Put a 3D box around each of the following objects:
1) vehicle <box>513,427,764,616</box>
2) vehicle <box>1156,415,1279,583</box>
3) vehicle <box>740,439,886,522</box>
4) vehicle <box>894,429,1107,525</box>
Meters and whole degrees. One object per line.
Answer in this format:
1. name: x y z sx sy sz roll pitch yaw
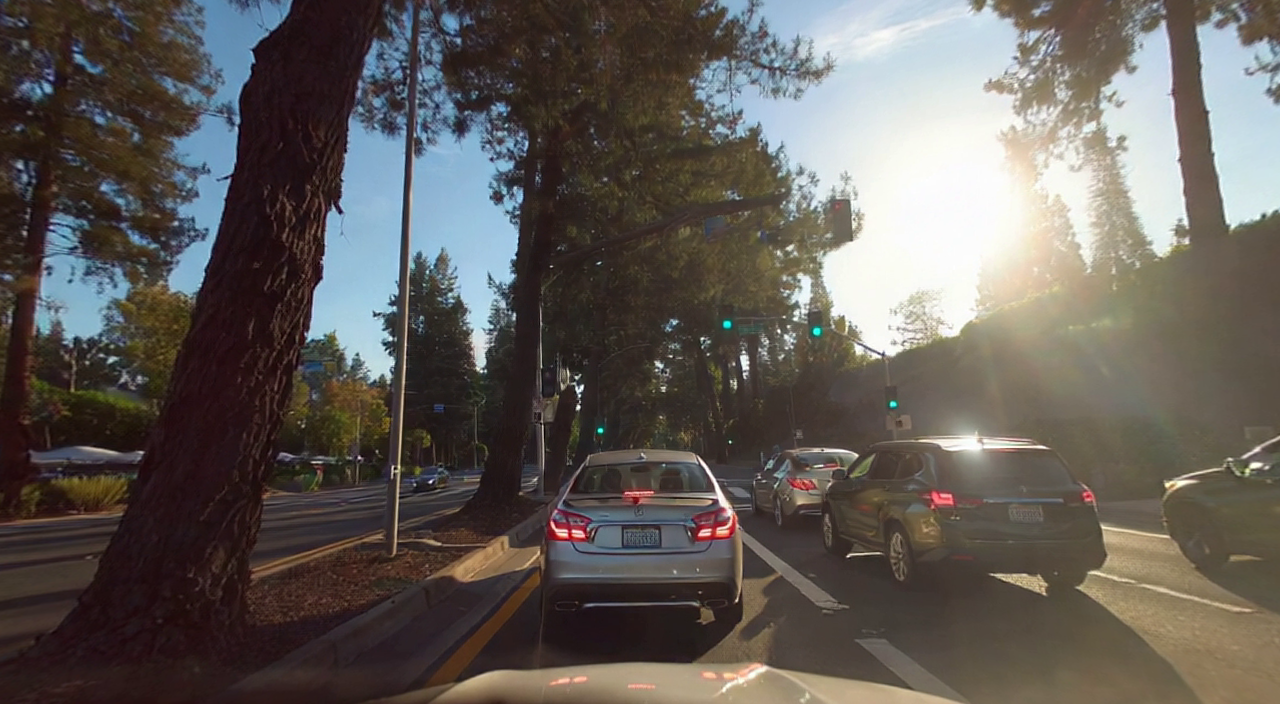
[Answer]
1. vehicle: 0.012 1.676 7.093 2.015 1.502 3.898 0 -9 1
2. vehicle: 6.942 1.333 5.584 1.783 1.572 3.421 0 -9 1
3. vehicle: 3.529 2.715 13.821 1.934 1.494 4.446 0 -9 0
4. vehicle: 7.026 2.468 12.908 1.923 1.611 4.094 0 -9 0
